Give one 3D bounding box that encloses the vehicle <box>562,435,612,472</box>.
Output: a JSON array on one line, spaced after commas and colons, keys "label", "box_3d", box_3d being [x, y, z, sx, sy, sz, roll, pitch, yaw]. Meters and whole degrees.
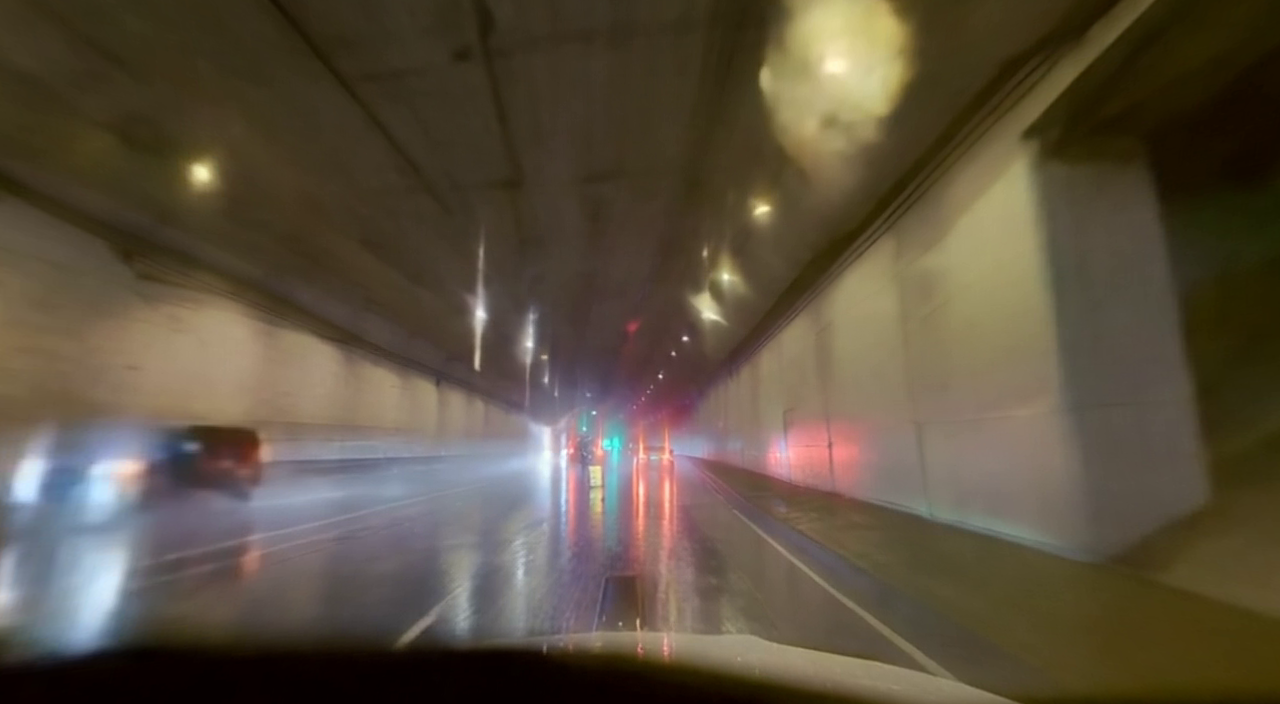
[{"label": "vehicle", "box_3d": [-2.552, 5.062, 31.696, 1.961, 1.725, 4.315, -1, -8, 2]}]
